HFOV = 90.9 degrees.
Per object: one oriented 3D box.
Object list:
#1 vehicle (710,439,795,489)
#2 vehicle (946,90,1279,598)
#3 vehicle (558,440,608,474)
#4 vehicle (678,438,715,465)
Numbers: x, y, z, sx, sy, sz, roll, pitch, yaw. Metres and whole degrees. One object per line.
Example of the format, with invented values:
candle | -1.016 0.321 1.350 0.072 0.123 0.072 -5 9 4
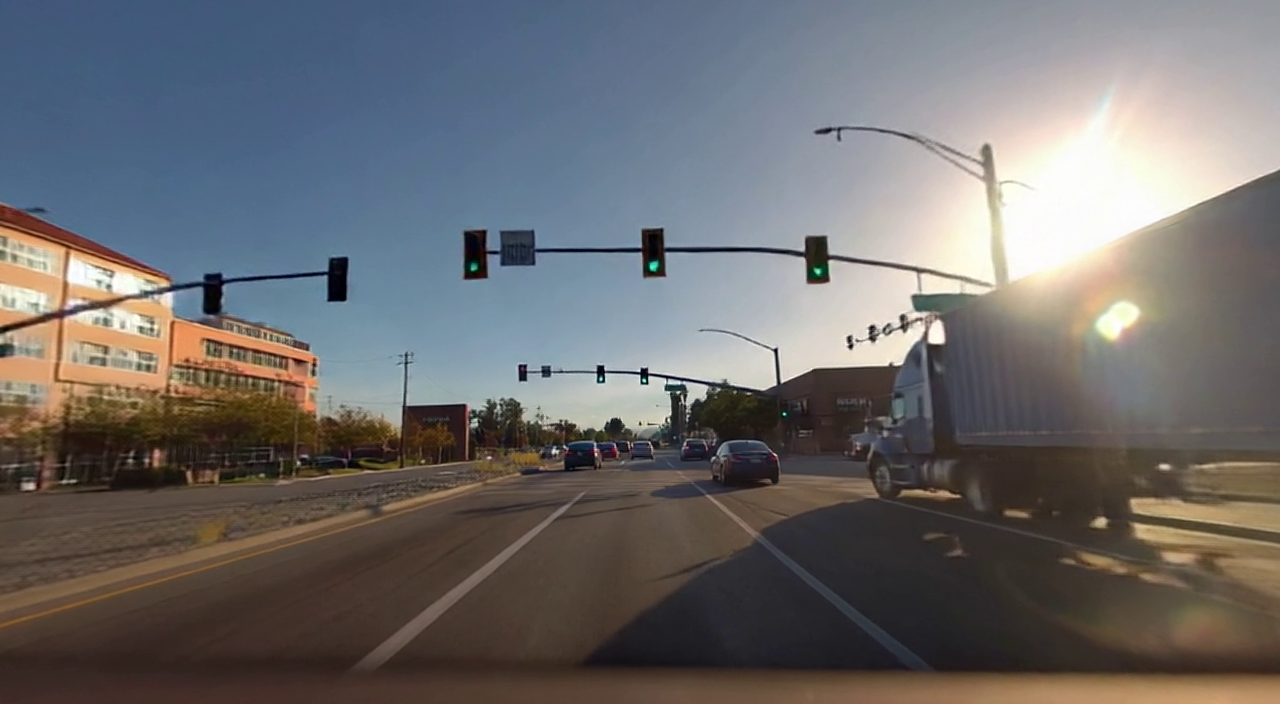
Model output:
vehicle | 3.573 3.630 20.747 1.972 1.452 4.189 0 -8 -1
vehicle | 7.096 -0.518 2.336 3.383 4.268 17.469 0 -8 1
vehicle | -2.712 5.104 30.911 2.003 1.509 4.396 0 -8 1
vehicle | 3.735 6.628 42.042 2.050 1.683 3.990 0 -8 0
